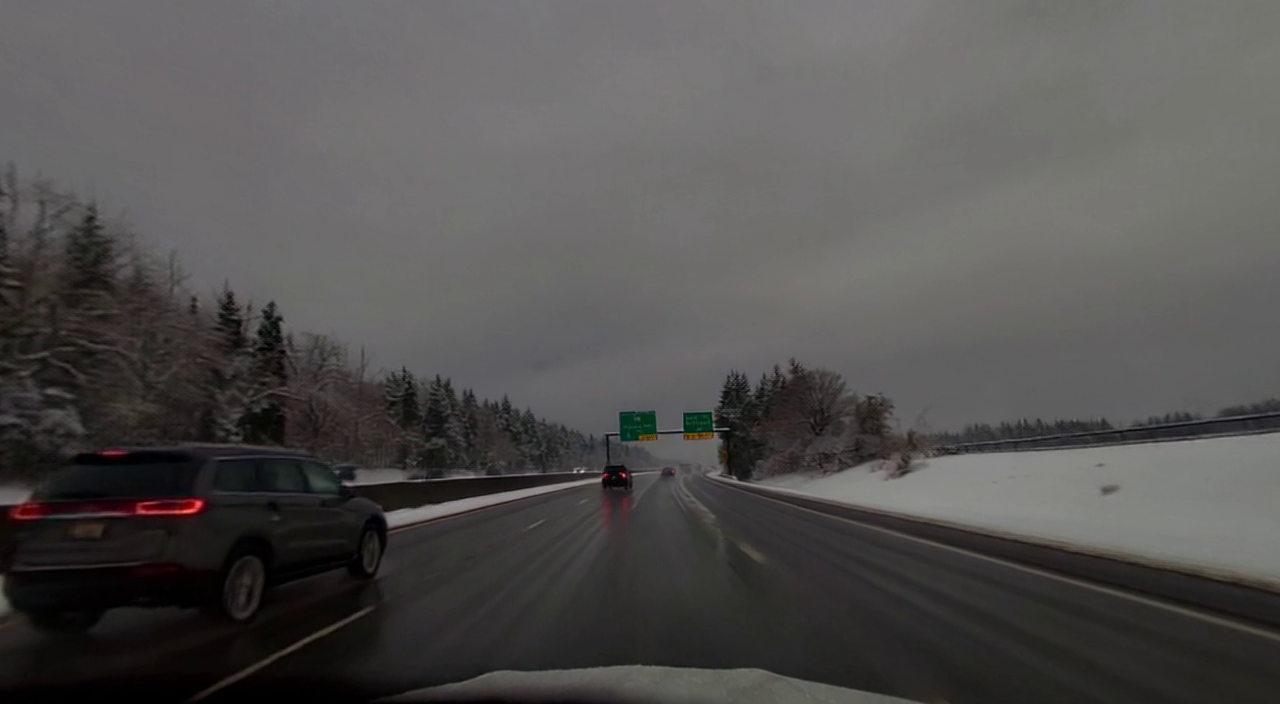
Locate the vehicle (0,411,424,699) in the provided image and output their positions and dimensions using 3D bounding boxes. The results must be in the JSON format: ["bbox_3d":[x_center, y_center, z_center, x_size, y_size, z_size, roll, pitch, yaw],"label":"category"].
[{"bbox_3d":[-3.958,1.550,5.936,2.063,1.556,4.740,1,-11,1],"label":"vehicle"}]

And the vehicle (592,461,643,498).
[{"bbox_3d":[-0.979,5.992,29.769,2.000,1.594,3.996,1,-11,4],"label":"vehicle"}]
